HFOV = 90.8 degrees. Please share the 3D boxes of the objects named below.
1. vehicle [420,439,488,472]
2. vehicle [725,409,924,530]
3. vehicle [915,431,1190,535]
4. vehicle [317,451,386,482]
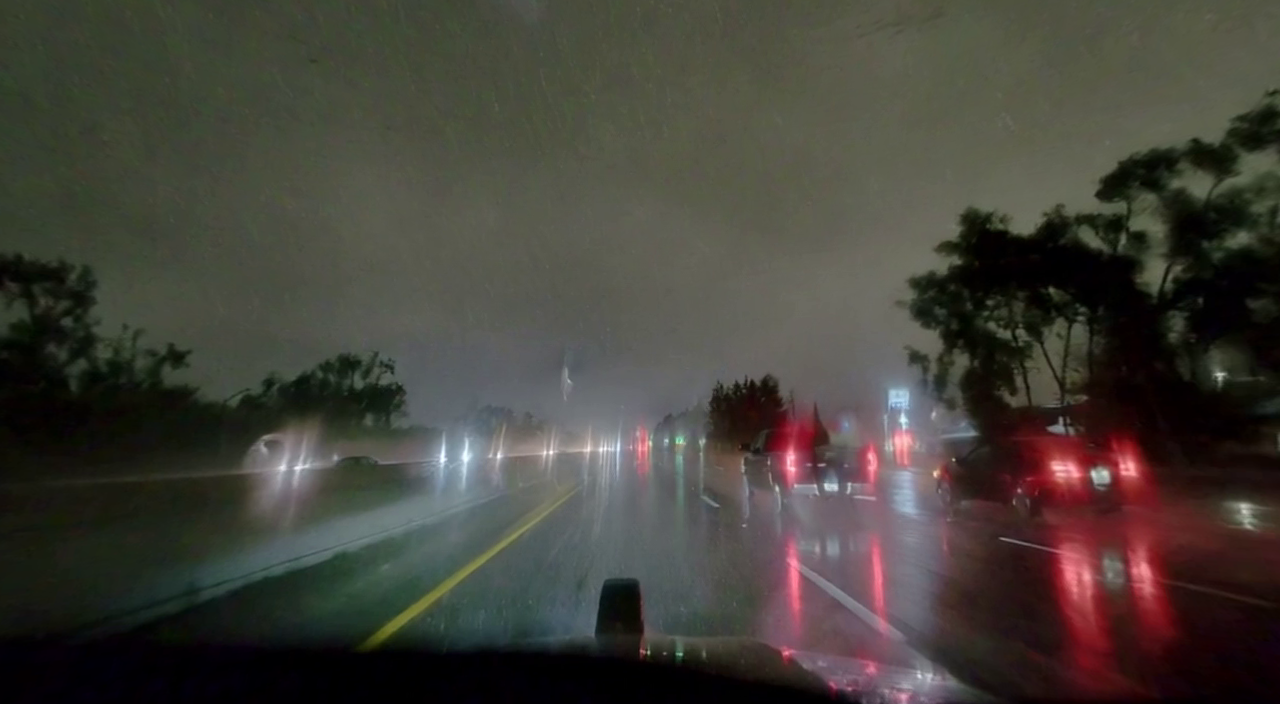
[{"bbox_3d":[-10.673,5.982,36.702,2.215,1.741,5.533,0,-9,1],"label":"vehicle"},{"bbox_3d":[3.145,2.149,12.132,2.258,1.824,4.908,0,-9,-1],"label":"vehicle"},{"bbox_3d":[6.765,2.170,11.065,2.009,1.456,4.097,0,-8,-1],"label":"vehicle"},{"bbox_3d":[-14.872,5.888,32.818,1.792,1.457,4.001,1,-8,-1],"label":"vehicle"}]
